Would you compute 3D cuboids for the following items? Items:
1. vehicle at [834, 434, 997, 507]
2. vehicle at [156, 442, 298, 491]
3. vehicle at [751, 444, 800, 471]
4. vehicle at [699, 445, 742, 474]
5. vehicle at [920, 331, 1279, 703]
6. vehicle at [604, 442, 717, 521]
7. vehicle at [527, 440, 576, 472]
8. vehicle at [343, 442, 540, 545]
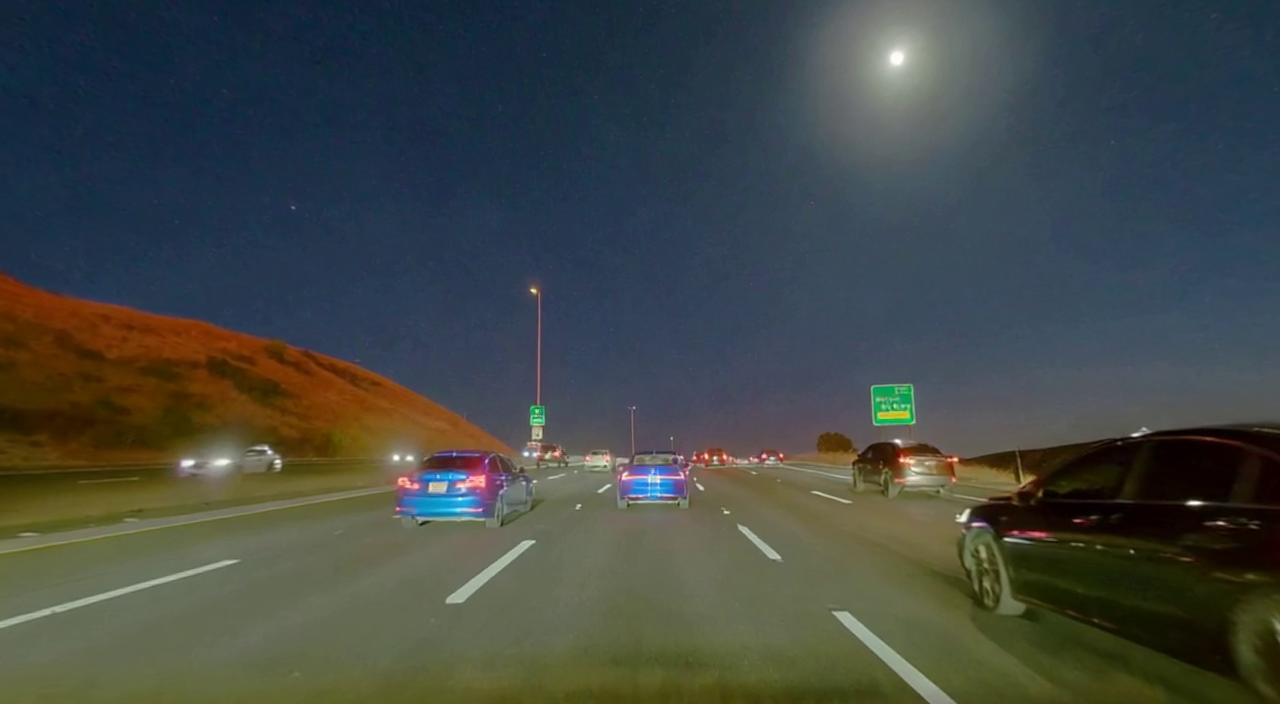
[{"bbox_3d":[6.839,2.988,16.394,2.032,1.580,4.928,0,-9,0],"label":"vehicle"},{"bbox_3d":[-16.465,4.564,25.575,2.126,1.757,5.178,-1,-9,2],"label":"vehicle"},{"bbox_3d":[8.197,6.390,38.582,2.097,1.515,4.593,-1,-8,2],"label":"vehicle"},{"bbox_3d":[4.466,6.023,35.687,1.966,1.490,4.410,-1,-8,2],"label":"vehicle"},{"bbox_3d":[3.377,0.865,2.888,2.083,1.693,4.740,-1,-9,1],"label":"vehicle"},{"bbox_3d":[0.392,2.677,13.611,2.072,1.431,3.904,0,-8,1],"label":"vehicle"},{"bbox_3d":[-5.648,6.705,40.833,2.163,1.899,4.805,-1,-9,4],"label":"vehicle"},{"bbox_3d":[-3.198,2.352,11.260,2.017,1.446,4.384,0,-8,1],"label":"vehicle"}]
